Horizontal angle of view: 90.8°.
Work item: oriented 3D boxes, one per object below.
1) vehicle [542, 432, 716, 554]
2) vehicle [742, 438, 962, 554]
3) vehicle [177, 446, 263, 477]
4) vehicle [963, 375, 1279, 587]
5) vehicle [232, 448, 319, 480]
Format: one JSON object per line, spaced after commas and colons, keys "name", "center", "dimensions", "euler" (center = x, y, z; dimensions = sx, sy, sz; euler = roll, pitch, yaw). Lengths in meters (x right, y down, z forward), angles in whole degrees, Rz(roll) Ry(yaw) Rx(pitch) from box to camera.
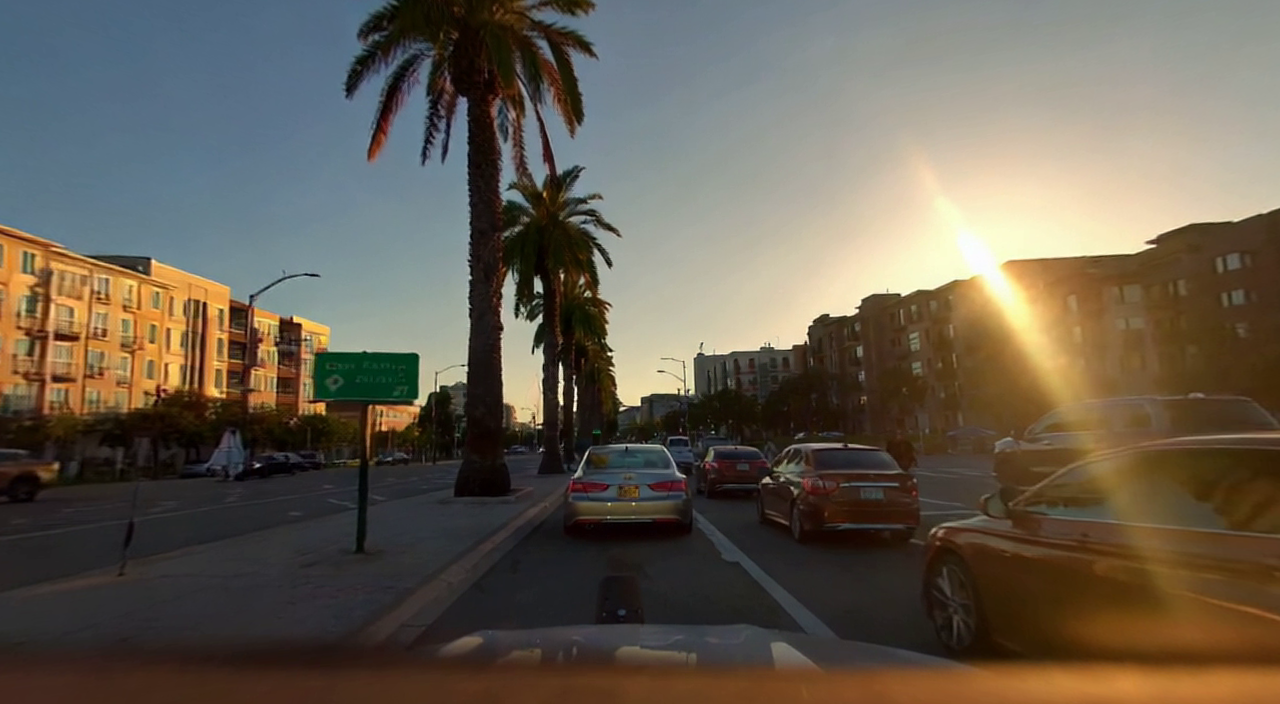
{"name": "vehicle", "center": [-0.159, 2.049, 9.893], "dimensions": [2.158, 1.498, 3.919], "euler": [0, -8, -1]}
{"name": "vehicle", "center": [3.072, 2.160, 10.314], "dimensions": [1.925, 1.451, 4.436], "euler": [0, -8, -2]}
{"name": "vehicle", "center": [-28.345, 7.374, 42.902], "dimensions": [2.115, 1.884, 5.481], "euler": [0, -8, -1]}
{"name": "vehicle", "center": [7.219, 1.664, 9.045], "dimensions": [2.254, 2.072, 5.577], "euler": [0, -8, 1]}
{"name": "vehicle", "center": [-20.621, 6.322, 36.029], "dimensions": [2.053, 1.631, 4.900], "euler": [0, -8, -1]}
